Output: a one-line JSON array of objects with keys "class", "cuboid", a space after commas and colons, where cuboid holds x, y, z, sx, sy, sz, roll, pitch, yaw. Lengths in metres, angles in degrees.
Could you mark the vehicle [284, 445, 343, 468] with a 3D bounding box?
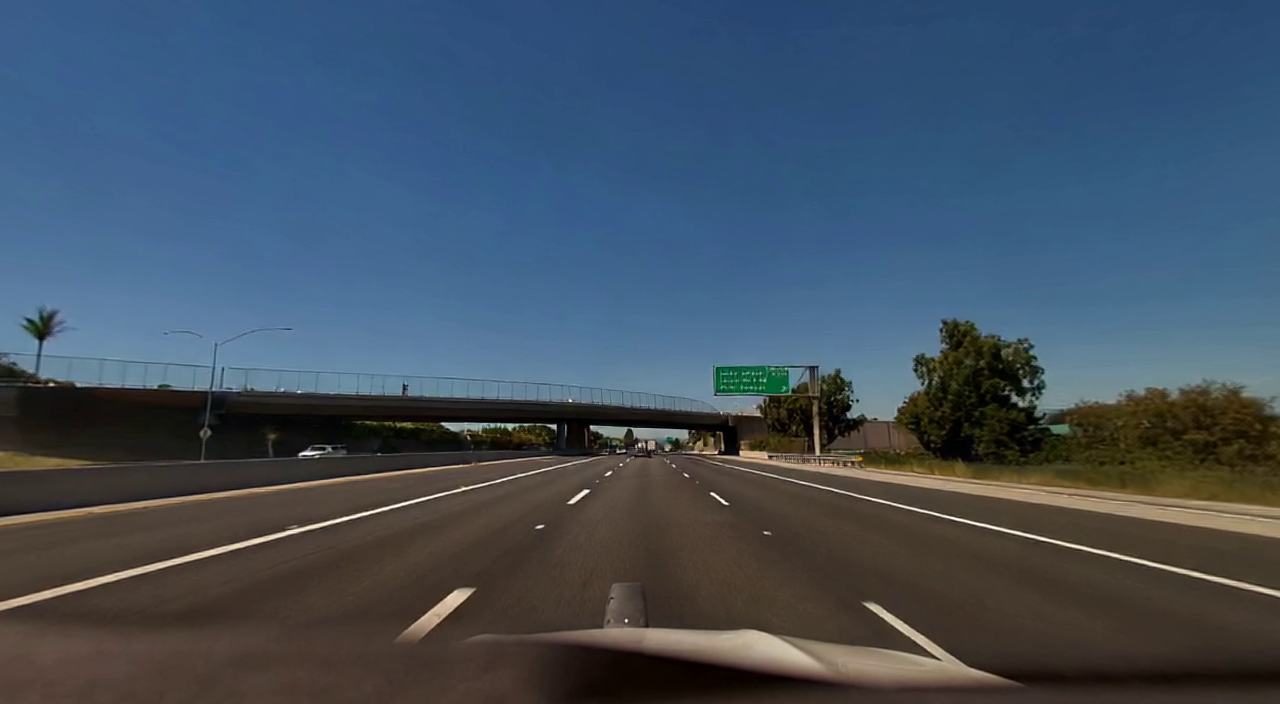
[{"class": "vehicle", "cuboid": [-24.933, 7.991, 48.254, 1.965, 1.660, 4.576, -1, -8, 1]}]
